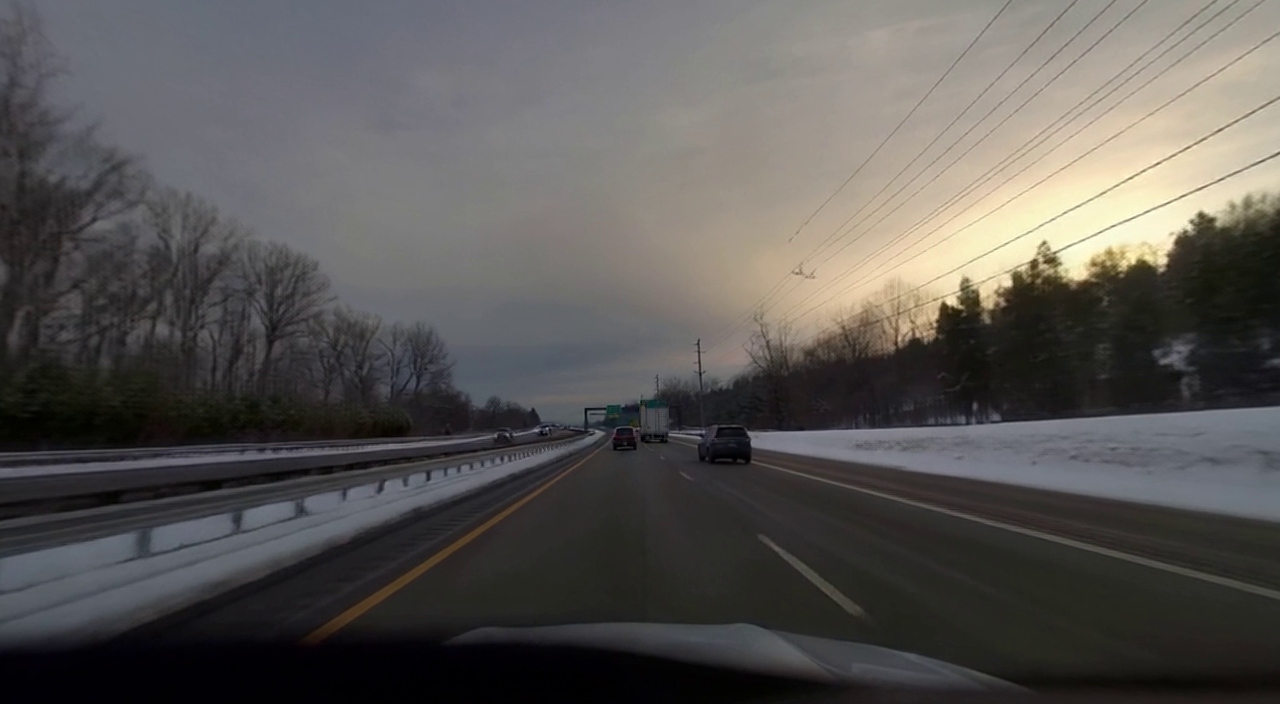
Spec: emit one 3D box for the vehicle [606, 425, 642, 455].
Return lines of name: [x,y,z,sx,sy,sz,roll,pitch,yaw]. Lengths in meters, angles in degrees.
vehicle: [-0.921,5.146,36.858,2.019,1.642,3.790,0,-8,-1]

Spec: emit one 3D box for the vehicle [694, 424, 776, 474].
vehicle: [3.156,3.318,21.754,2.062,1.581,3.914,0,-8,-2]
